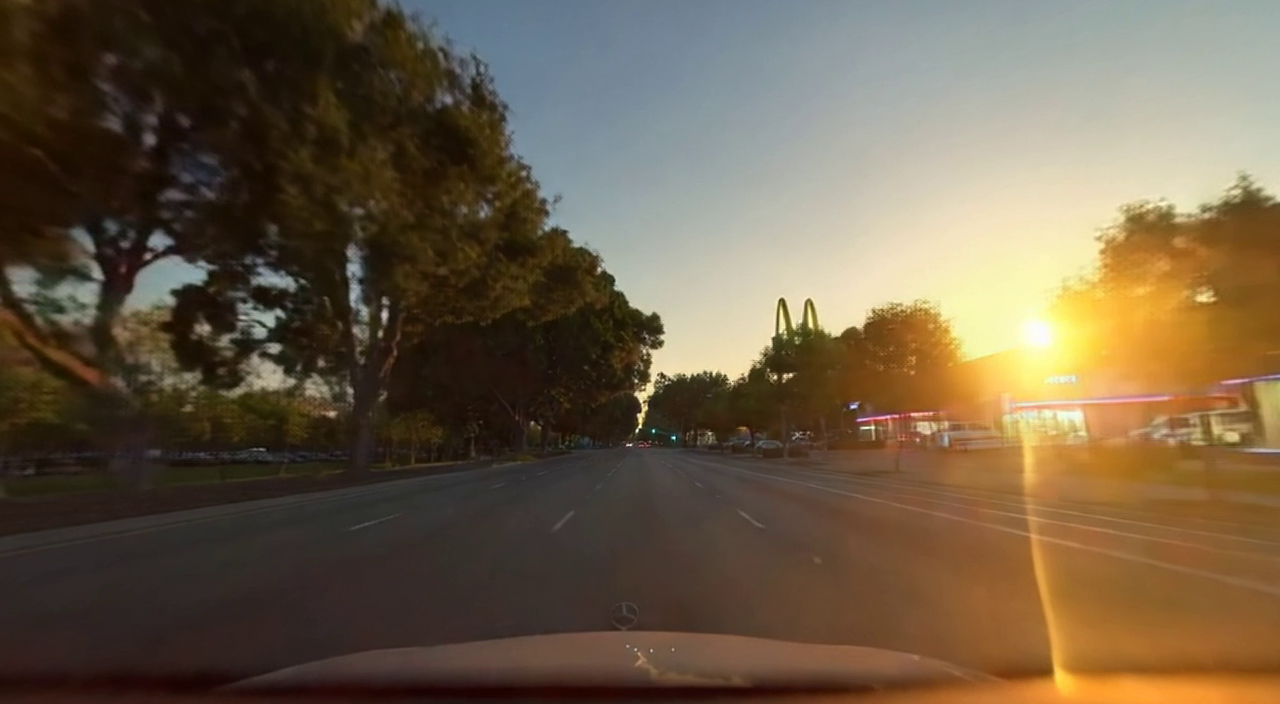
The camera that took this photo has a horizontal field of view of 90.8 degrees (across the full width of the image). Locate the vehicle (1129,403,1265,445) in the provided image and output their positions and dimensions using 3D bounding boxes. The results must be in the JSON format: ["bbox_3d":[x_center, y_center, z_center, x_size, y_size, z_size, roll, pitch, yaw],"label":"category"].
[{"bbox_3d":[37.764,4.933,42.977,6.780,2.760,2.228,-1,-8,2],"label":"vehicle"}]

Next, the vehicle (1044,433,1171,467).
[{"bbox_3d":[22.164,4.667,30.072,4.373,1.532,2.071,0,-8,-1],"label":"vehicle"}]
